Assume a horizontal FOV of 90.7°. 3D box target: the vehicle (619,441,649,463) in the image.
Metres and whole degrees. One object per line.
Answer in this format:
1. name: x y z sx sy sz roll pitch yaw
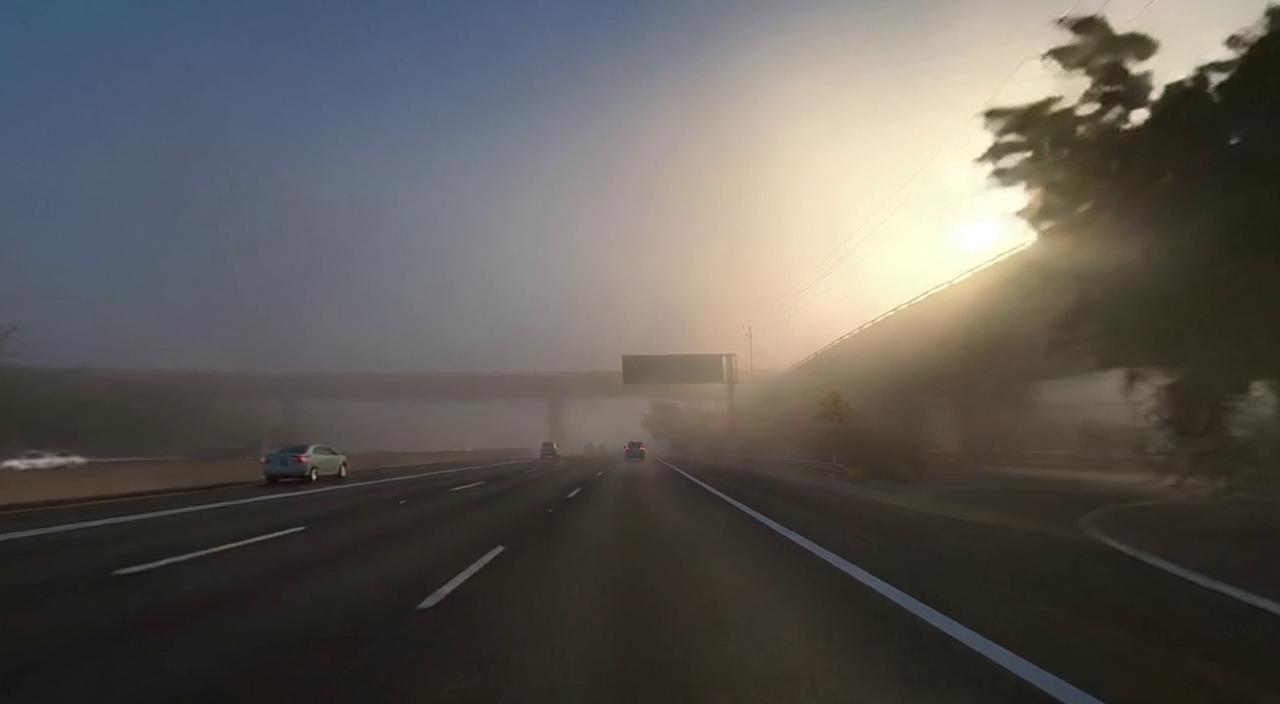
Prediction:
1. vehicle: -0.472 7.268 46.232 2.086 1.472 4.168 0 -8 -1

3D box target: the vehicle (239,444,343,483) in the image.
1. vehicle: -14.769 4.702 27.103 1.969 1.486 4.395 0 -8 0

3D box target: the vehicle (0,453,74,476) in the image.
1. vehicle: -43.348 7.990 45.086 1.771 1.444 4.547 0 -8 -1
